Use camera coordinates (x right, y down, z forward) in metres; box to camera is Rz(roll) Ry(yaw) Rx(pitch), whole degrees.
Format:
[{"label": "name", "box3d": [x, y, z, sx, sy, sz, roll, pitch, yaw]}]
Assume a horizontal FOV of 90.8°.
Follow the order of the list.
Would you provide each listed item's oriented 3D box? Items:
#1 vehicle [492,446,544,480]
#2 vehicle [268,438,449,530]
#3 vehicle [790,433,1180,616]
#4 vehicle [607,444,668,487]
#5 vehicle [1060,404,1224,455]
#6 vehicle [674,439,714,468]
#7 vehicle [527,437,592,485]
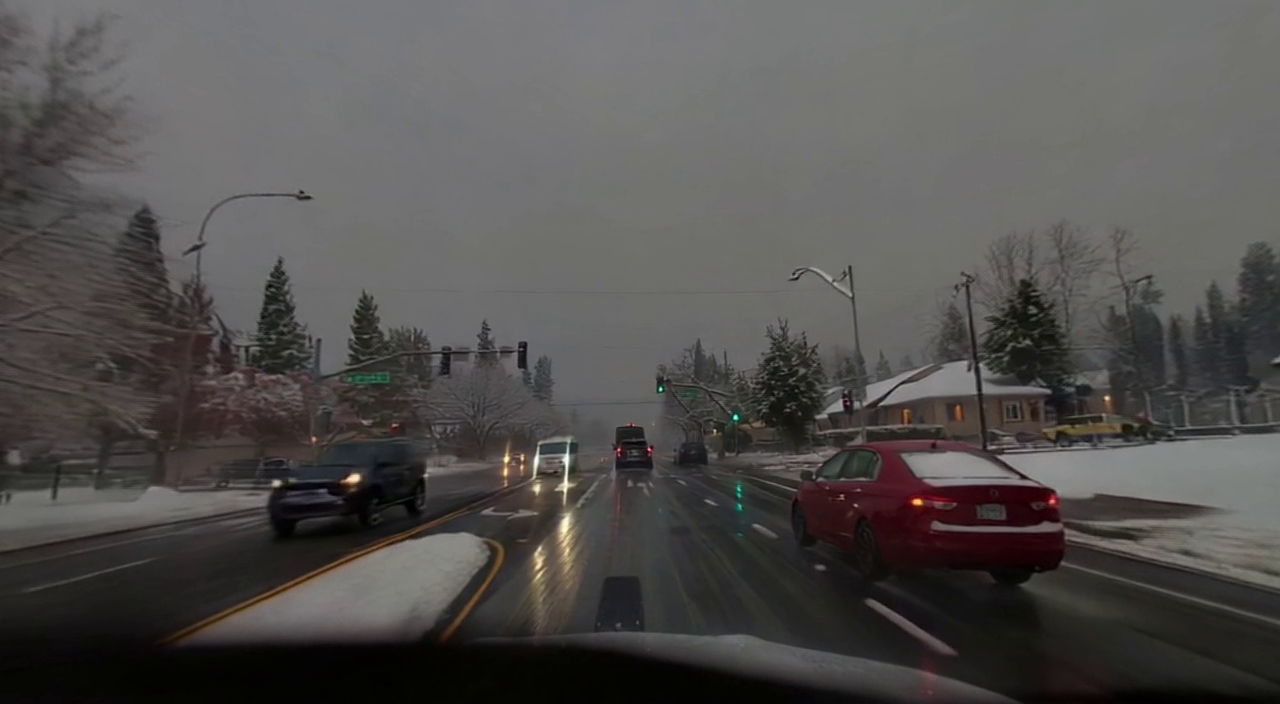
[{"label": "vehicle", "box3d": [-6.445, 5.907, 33.849, 2.051, 1.663, 4.031, 0, -8, -1]}, {"label": "vehicle", "box3d": [-6.216, 2.938, 14.741, 2.146, 1.768, 4.664, 0, -8, -1]}, {"label": "vehicle", "box3d": [3.319, 1.715, 7.349, 1.973, 1.447, 4.402, 0, -8, -1]}, {"label": "vehicle", "box3d": [-0.119, 4.237, 24.004, 2.114, 1.483, 4.207, 0, -8, -1]}, {"label": "vehicle", "box3d": [18.514, 2.971, 23.723, 2.012, 1.690, 5.034, 0, -8, 0]}, {"label": "vehicle", "box3d": [3.681, 7.019, 43.818, 2.187, 1.847, 4.553, 0, -8, -2]}, {"label": "vehicle", "box3d": [-3.159, 4.409, 25.961, 2.083, 1.741, 5.530, 0, -8, -1]}]
